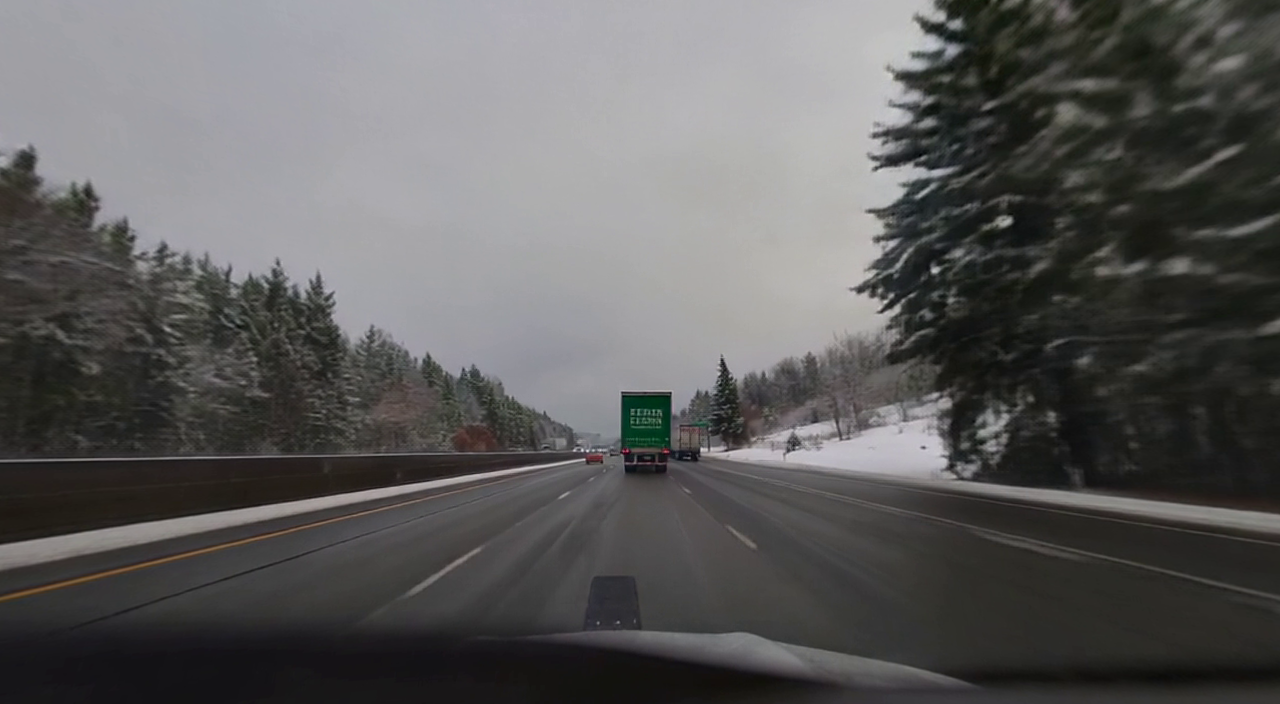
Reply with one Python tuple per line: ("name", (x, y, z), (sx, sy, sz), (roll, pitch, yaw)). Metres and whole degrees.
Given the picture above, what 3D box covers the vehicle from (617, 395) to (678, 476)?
("vehicle", (0.342, 5.031, 37.174), (3.057, 4.073, 10.792), (0, -9, 0))
